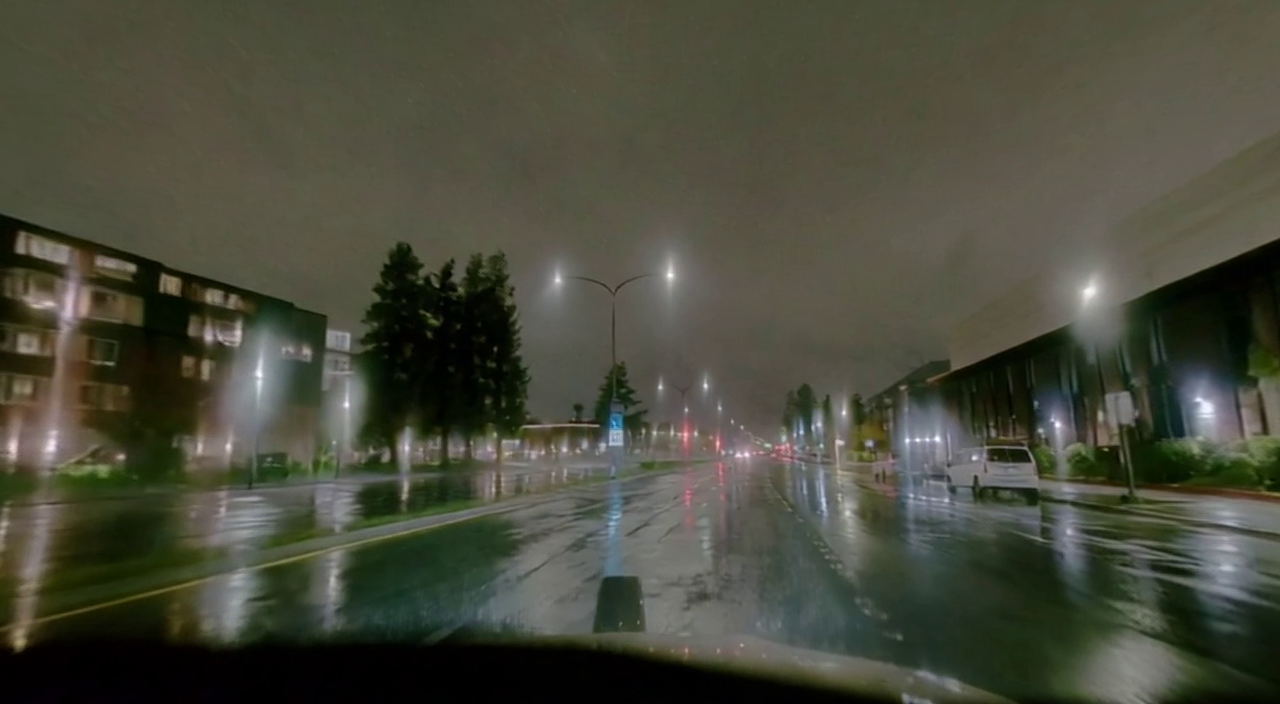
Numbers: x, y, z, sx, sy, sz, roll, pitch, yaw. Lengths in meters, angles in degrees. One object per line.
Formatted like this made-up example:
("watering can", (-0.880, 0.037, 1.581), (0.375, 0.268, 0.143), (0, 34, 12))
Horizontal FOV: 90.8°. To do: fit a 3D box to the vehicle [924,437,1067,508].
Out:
("vehicle", (10.465, 3.527, 19.079), (2.152, 1.869, 4.476), (-1, -8, 8))
